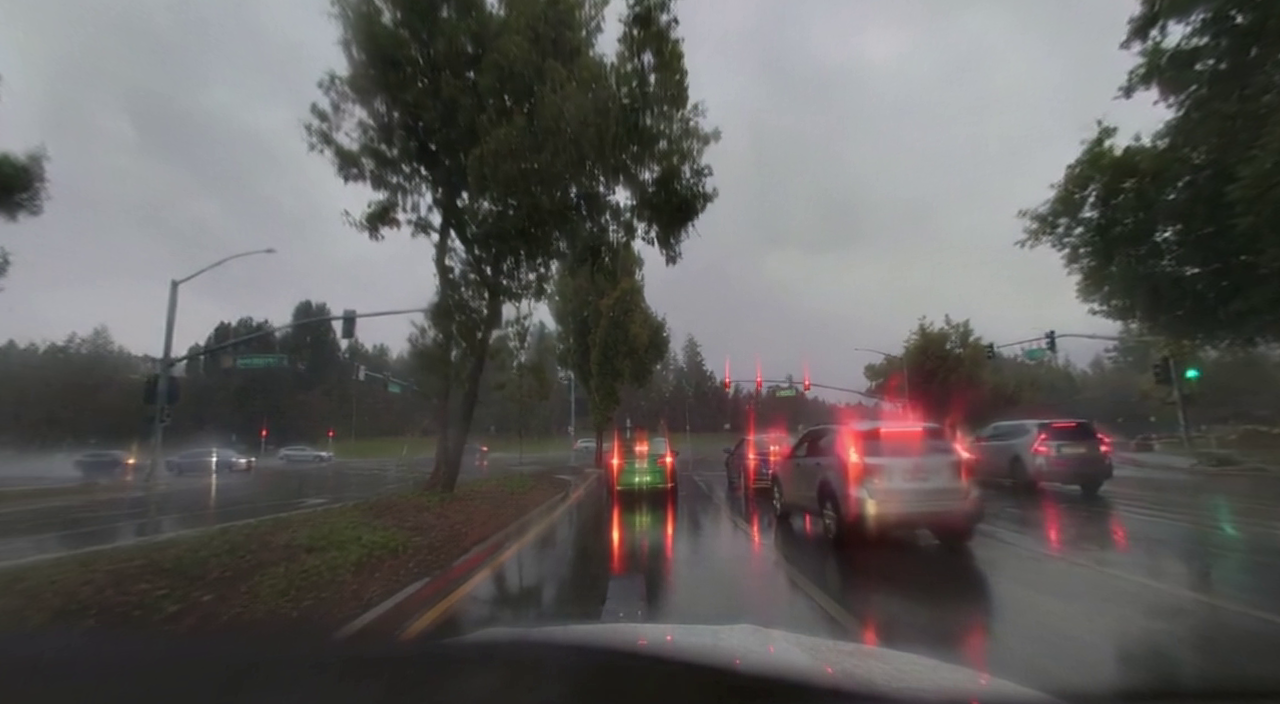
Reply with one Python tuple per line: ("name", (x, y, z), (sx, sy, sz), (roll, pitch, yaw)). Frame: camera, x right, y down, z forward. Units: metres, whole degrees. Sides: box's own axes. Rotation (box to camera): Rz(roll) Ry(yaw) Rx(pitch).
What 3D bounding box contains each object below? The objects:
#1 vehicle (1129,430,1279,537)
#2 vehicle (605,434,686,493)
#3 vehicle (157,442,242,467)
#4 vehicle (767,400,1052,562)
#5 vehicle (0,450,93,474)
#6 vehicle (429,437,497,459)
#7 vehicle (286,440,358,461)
("vehicle", (10.332, 2.016, 9.830), (1.919, 1.549, 4.452), (0, -9, 1))
("vehicle", (0.187, 3.107, 17.960), (2.026, 1.458, 4.175), (0, -9, 1))
("vehicle", (-29.954, 6.942, 43.003), (4.517, 1.637, 1.935), (-1, -9, 8))
("vehicle", (3.478, 1.796, 9.523), (2.111, 1.780, 4.990), (0, -9, 1))
("vehicle", (-38.530, 7.126, 40.973), (4.630, 1.441, 1.923), (-1, -9, 9))
("vehicle", (-12.457, 6.798, 44.627), (4.076, 1.498, 2.175), (0, -9, 1))
("vehicle", (-24.444, 7.588, 48.602), (4.670, 1.542, 1.861), (-1, -9, 8))
